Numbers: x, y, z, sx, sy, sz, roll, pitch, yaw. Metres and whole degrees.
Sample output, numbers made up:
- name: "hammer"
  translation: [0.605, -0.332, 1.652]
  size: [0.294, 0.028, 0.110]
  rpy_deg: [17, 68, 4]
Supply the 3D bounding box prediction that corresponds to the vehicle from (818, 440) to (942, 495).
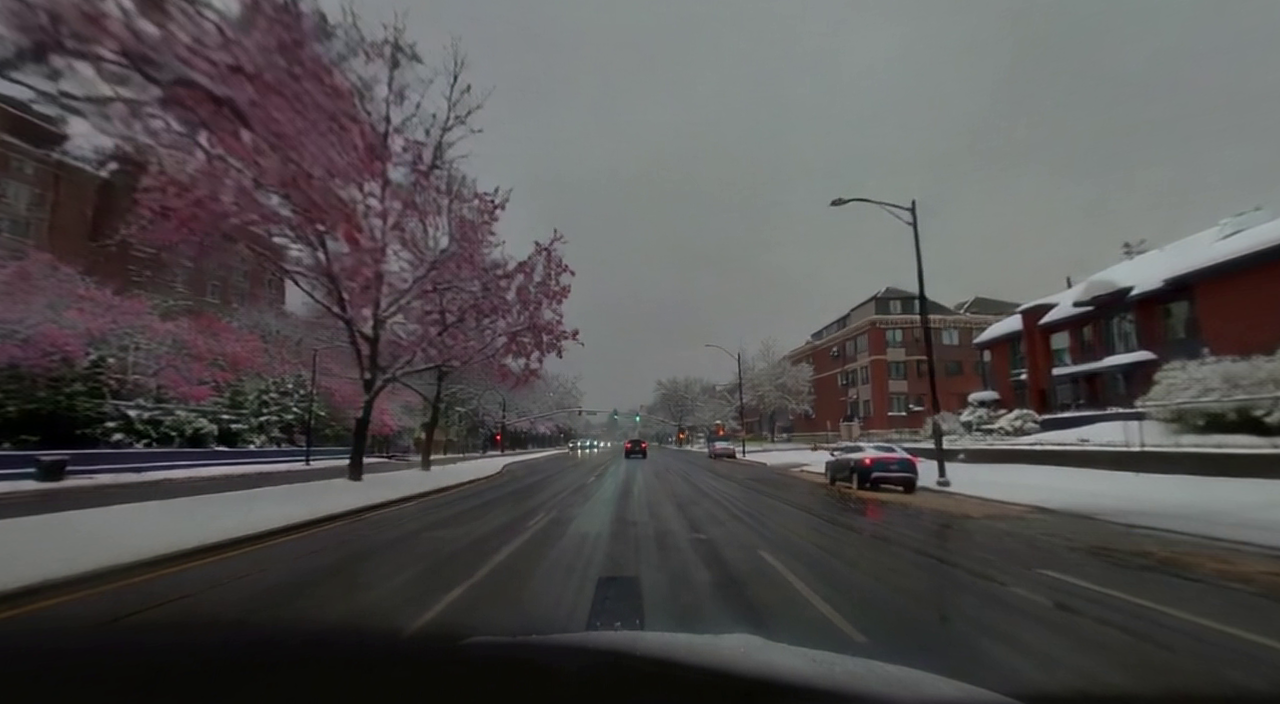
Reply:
- name: "vehicle"
  translation: [7.004, 3.401, 19.017]
  size: [2.032, 1.449, 4.413]
  rpy_deg: [0, -9, 1]
